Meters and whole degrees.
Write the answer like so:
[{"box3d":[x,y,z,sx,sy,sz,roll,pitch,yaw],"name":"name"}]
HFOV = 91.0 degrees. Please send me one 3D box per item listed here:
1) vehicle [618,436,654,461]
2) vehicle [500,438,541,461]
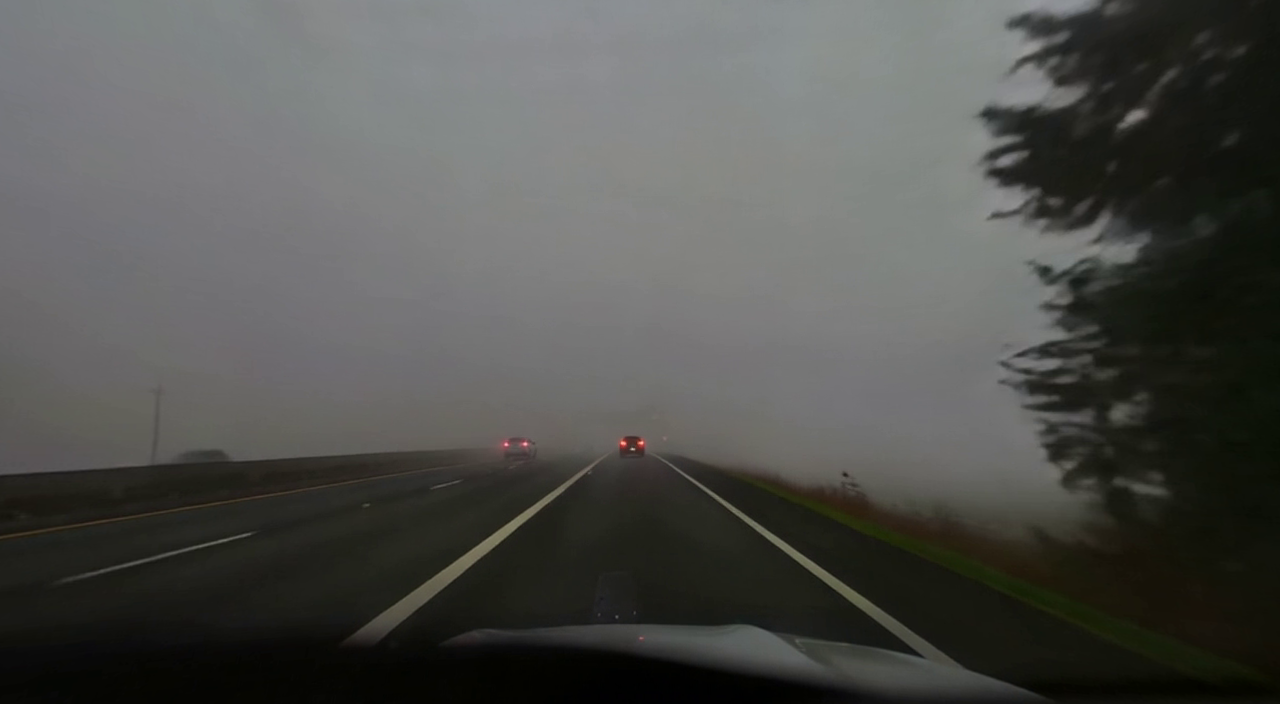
[{"box3d":[-0.283,5.844,38.353,2.072,1.440,3.690,0,-8,-1],"name":"vehicle"},{"box3d":[-8.141,6.675,43.306,1.939,1.504,4.727,0,-8,-1],"name":"vehicle"}]
